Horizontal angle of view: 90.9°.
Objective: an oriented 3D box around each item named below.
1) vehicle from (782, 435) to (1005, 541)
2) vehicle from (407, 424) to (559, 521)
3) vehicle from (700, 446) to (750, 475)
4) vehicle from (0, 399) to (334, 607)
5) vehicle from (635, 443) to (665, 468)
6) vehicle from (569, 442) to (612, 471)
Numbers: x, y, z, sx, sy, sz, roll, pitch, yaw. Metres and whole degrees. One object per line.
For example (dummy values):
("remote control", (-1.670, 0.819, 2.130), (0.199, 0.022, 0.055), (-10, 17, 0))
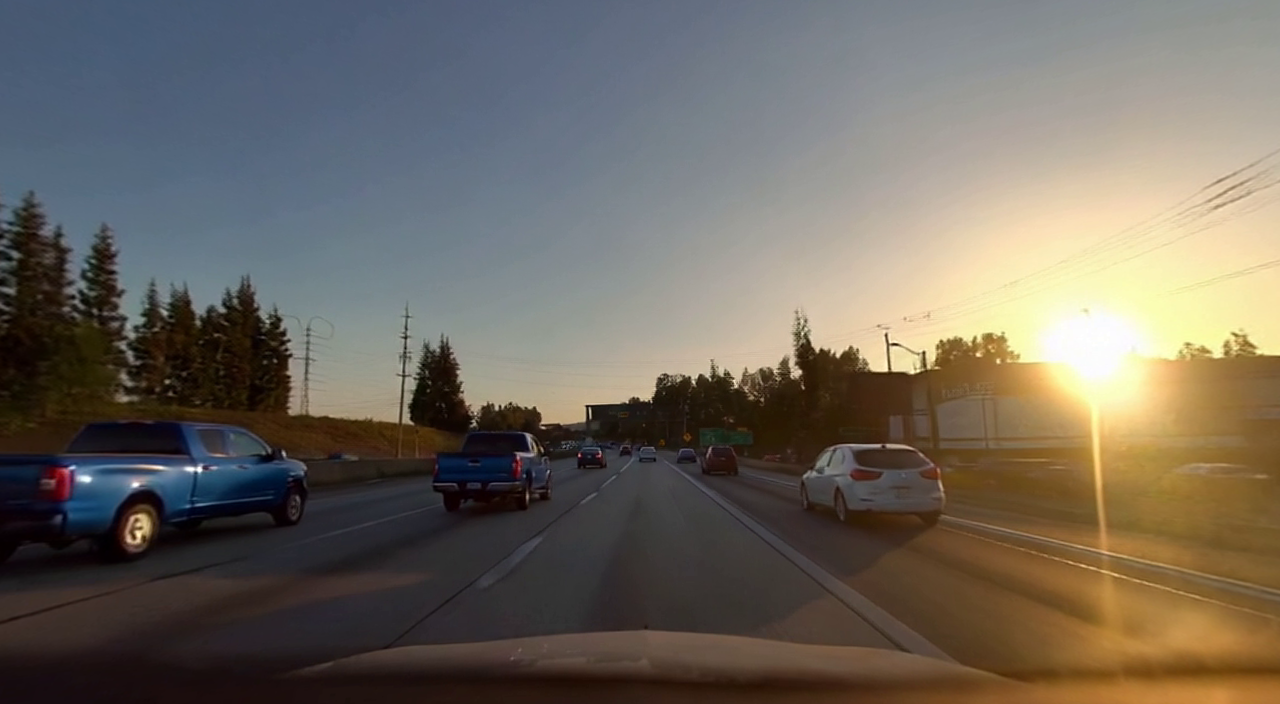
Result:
("vehicle", (4.137, 2.278, 11.298), (2.111, 1.498, 4.466), (0, -8, 0))
("vehicle", (-3.212, 2.578, 14.054), (2.146, 1.775, 4.553), (0, -8, 1))
("vehicle", (4.523, 5.814, 34.201), (2.072, 1.456, 4.537), (0, -8, 0))
("vehicle", (-6.499, 1.703, 8.177), (2.428, 1.812, 5.131), (0, -8, 1))
("vehicle", (0.709, 7.488, 45.946), (2.080, 1.682, 4.150), (0, -8, 0))
("vehicle", (-3.043, 6.545, 39.791), (2.209, 1.714, 4.576), (0, -8, 1))
